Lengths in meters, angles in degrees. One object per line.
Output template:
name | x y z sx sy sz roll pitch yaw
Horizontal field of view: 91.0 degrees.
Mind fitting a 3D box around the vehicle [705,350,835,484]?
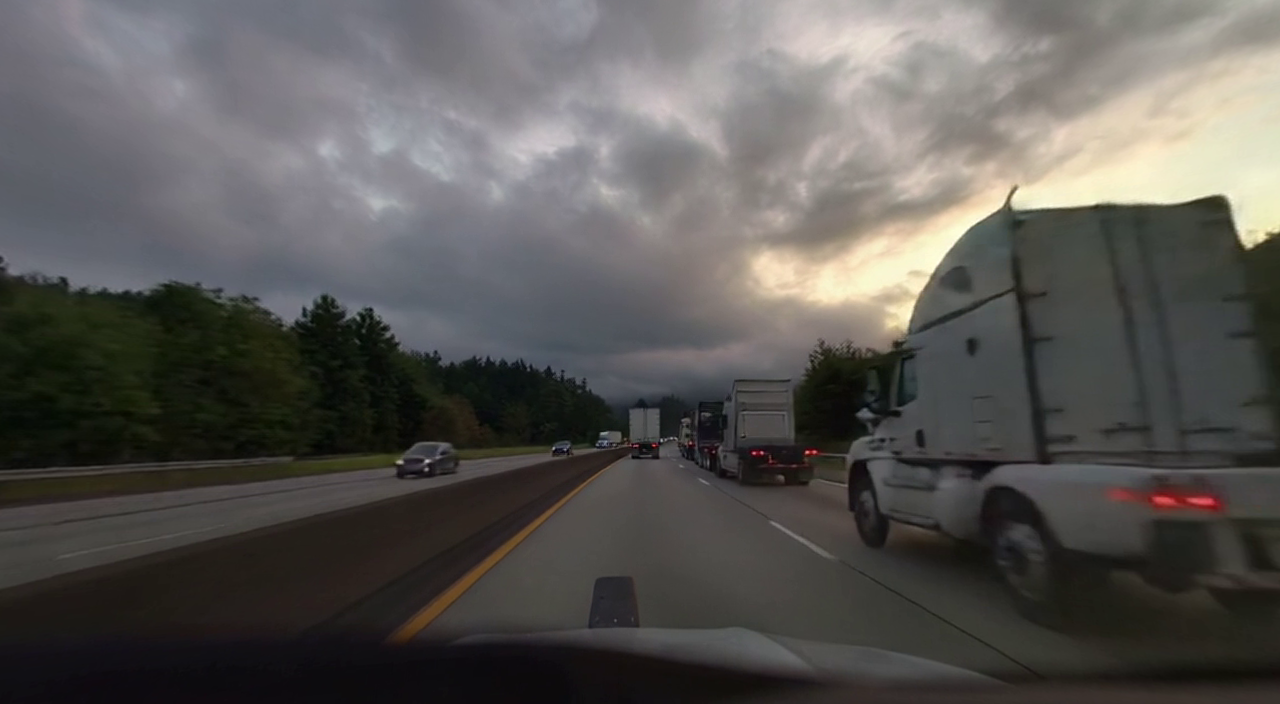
vehicle | 4.388 2.537 23.410 2.860 4.036 8.586 0 -8 0

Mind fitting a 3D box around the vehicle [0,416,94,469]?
vehicle | -45.976 6.735 46.662 3.089 3.565 9.834 0 -8 -7

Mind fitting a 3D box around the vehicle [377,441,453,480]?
vehicle | -8.968 4.319 25.379 1.760 1.444 3.422 -1 -8 0

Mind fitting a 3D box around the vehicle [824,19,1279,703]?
vehicle | 4.440 0.354 6.423 2.956 3.604 6.277 0 -8 -2

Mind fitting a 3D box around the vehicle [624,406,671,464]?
vehicle | 0.457 5.233 39.548 2.644 3.247 7.454 -1 -8 0
